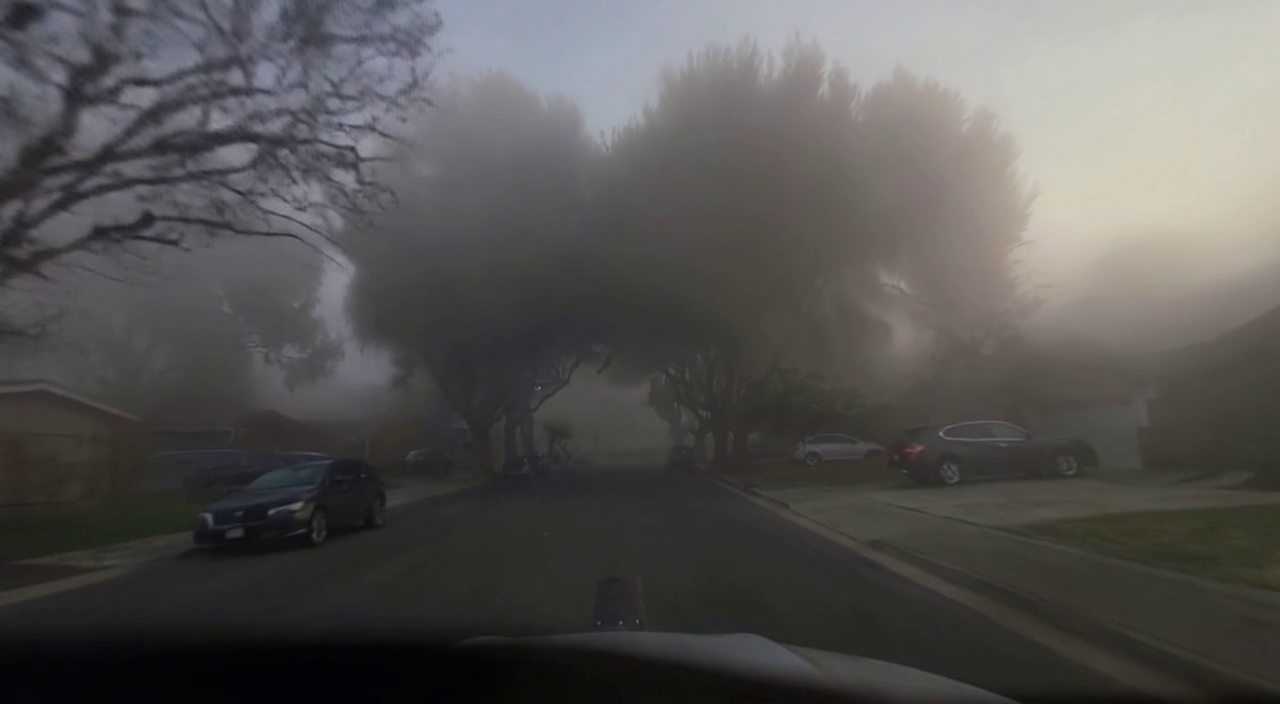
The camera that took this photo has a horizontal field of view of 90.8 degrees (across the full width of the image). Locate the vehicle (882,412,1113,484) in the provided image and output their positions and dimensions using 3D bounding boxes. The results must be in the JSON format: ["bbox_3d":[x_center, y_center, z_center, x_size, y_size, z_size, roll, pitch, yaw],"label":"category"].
[{"bbox_3d":[8.770,2.397,15.797,4.599,1.652,1.903,0,-9,-2],"label":"vehicle"}]

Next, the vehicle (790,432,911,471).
[{"bbox_3d":[8.730,4.166,26.477,4.331,1.570,2.009,0,-9,-1],"label":"vehicle"}]

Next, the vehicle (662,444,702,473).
[{"bbox_3d":[2.248,5.825,34.828,2.022,1.483,4.565,0,-9,2],"label":"vehicle"}]

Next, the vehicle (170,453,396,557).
[{"bbox_3d":[-5.987,2.551,11.173,1.878,1.496,3.535,0,-9,0],"label":"vehicle"}]

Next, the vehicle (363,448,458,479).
[{"bbox_3d":[-11.680,5.687,32.345,4.118,1.492,1.902,1,-9,-3],"label":"vehicle"}]
